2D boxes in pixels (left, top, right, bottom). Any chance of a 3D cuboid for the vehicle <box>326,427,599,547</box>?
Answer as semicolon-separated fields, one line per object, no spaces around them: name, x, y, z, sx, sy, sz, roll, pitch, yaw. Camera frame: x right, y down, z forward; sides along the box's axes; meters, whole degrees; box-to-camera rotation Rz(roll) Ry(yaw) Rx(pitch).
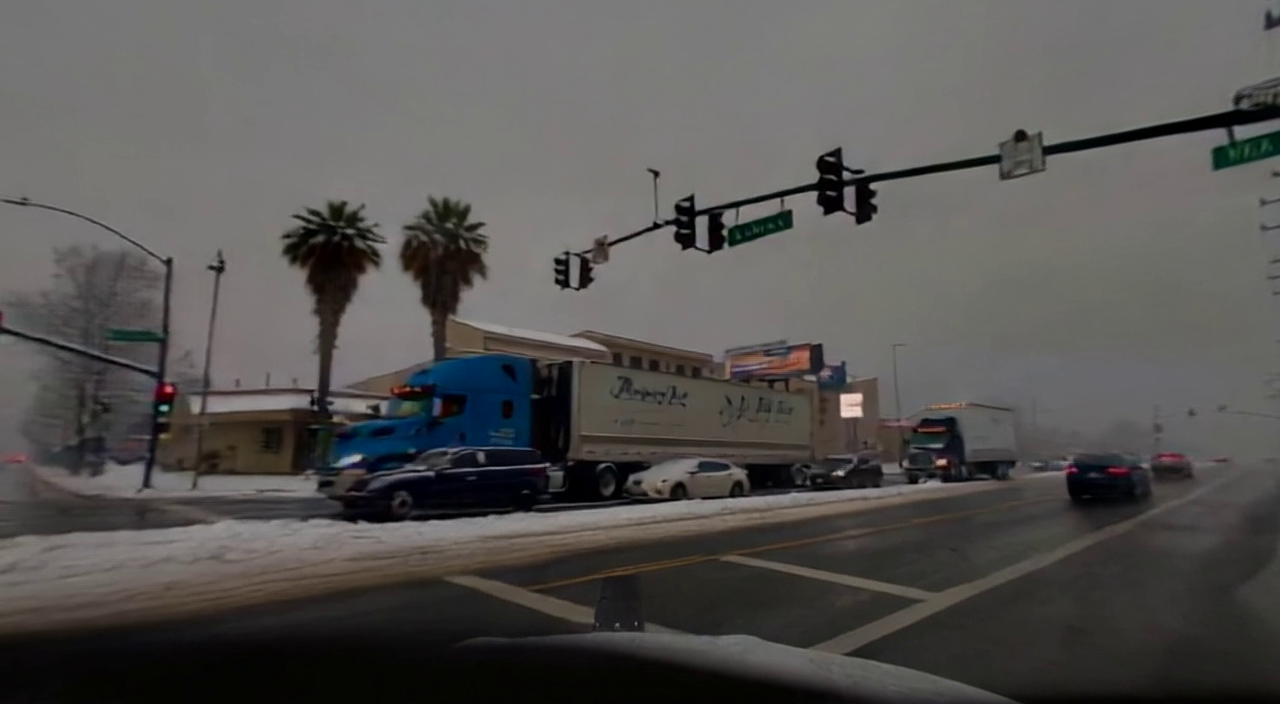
vehicle;-3.553;2.680;13.396;2.200;1.893;5.079;-12;-12;43

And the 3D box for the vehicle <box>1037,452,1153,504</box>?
vehicle;15.091;4.057;20.856;5.114;1.492;2.040;8;-12;-43

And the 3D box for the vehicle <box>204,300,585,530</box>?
vehicle;-5.541;1.753;15.912;8.167;4.352;3.029;9;-13;-44

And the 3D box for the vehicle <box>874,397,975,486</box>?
vehicle;13.624;4.288;30.335;3.372;3.903;3.027;7;-12;-42

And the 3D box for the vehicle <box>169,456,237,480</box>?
vehicle;-33.157;8.756;48.010;3.909;1.655;1.754;8;-12;-42

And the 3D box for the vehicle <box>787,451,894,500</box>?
vehicle;7.818;4.710;24.438;4.443;1.512;1.919;5;-12;-44

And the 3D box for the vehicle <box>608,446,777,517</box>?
vehicle;1.623;3.610;18.095;4.958;1.510;1.949;5;-12;-44

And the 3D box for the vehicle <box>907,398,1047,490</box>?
vehicle;17.921;4.763;33.300;9.012;4.193;3.434;6;-11;-43
